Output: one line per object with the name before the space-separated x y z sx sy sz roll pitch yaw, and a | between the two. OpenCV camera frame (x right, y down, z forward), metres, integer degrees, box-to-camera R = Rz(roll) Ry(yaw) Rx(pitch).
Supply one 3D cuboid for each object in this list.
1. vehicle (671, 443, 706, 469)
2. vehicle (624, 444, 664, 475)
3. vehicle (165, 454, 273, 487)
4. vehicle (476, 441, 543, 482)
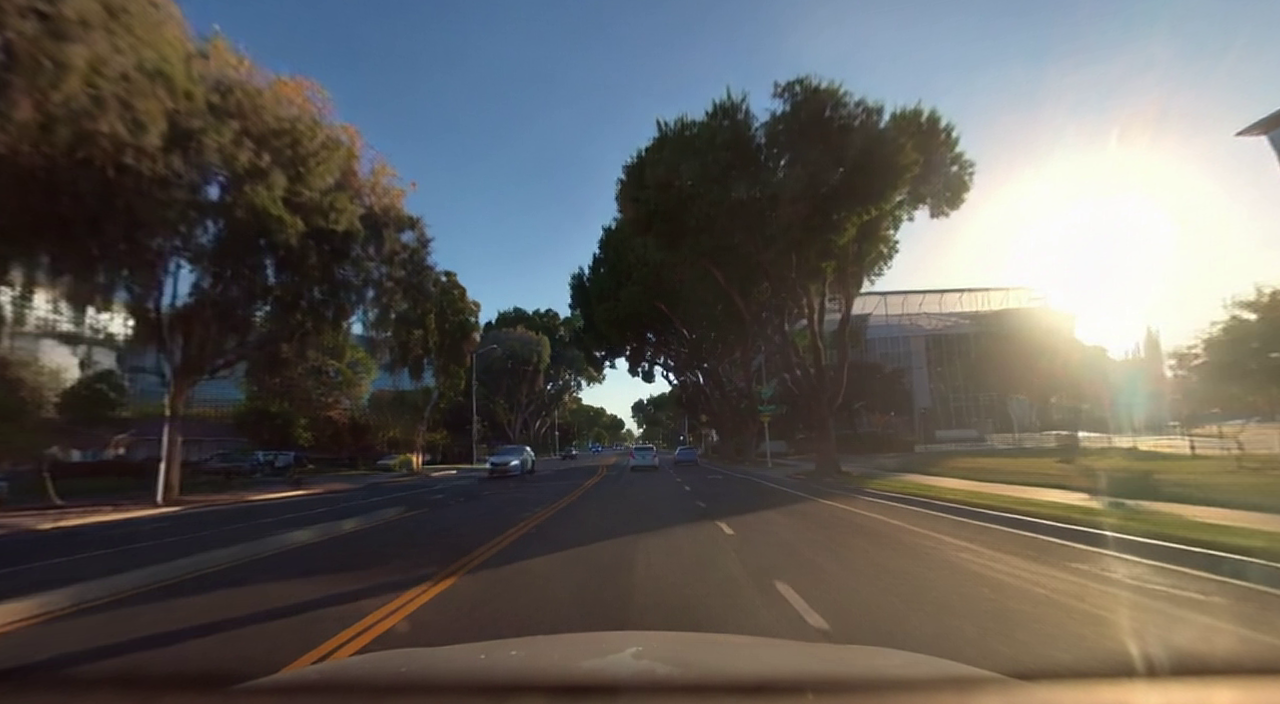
vehicle | 3.565 7.716 46.928 2.189 1.766 4.495 0 -9 0
vehicle | 0.249 6.008 35.454 2.109 1.612 3.963 0 -9 1
vehicle | -22.381 6.282 33.626 4.330 1.656 2.001 -1 -9 3
vehicle | -6.245 5.310 30.785 2.247 1.825 4.618 0 -9 1
